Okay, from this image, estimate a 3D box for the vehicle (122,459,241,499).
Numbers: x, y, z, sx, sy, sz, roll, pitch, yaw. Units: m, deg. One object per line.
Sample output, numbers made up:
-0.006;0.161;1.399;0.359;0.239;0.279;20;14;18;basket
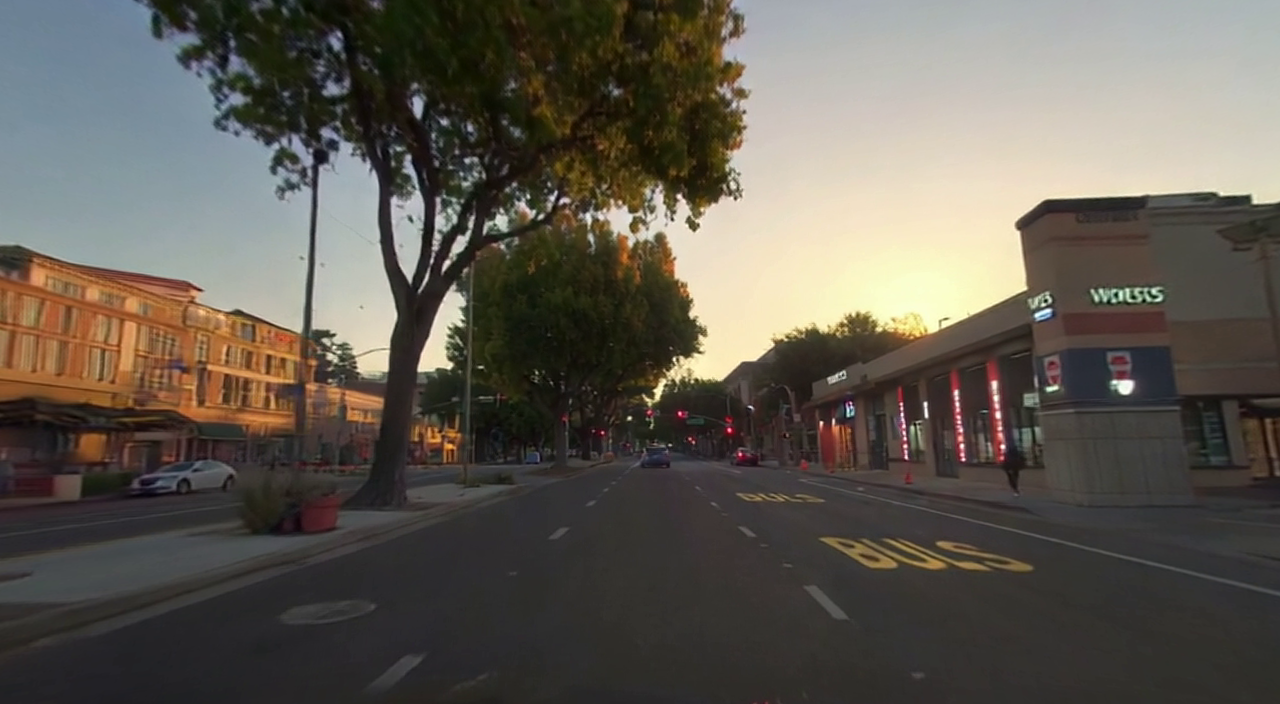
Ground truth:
-20.029;5.548;27.875;1.840;1.440;4.442;-3;-9;2;vehicle
